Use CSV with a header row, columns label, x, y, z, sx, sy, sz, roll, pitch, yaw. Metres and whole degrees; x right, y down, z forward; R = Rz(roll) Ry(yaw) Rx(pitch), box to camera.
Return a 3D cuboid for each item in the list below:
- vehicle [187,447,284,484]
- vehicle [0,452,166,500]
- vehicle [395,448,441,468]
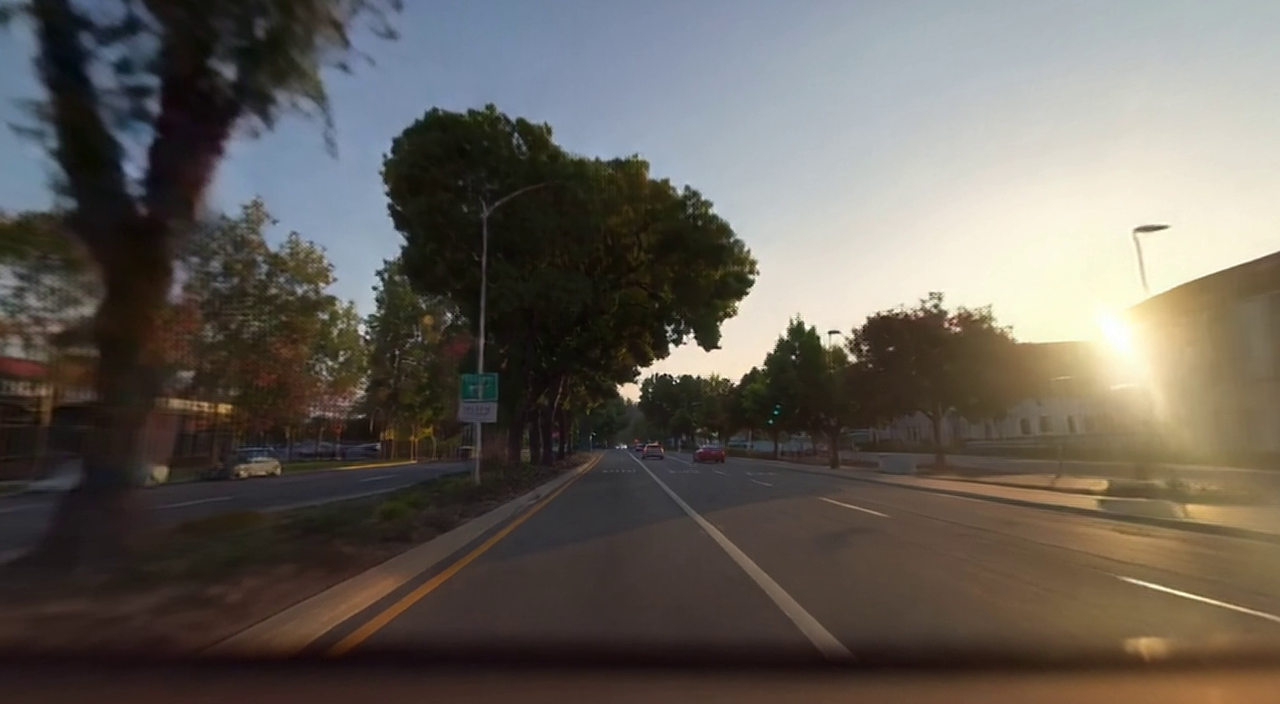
label,x,y,z,sx,sy,sz,roll,pitch,yaw
vehicle,-20.079,5.615,31.602,1.957,1.643,4.460,0,-8,-1
vehicle,-19.756,4.346,22.621,1.915,1.477,4.773,0,-9,-1
vehicle,-17.168,8.211,49.081,1.961,1.480,4.520,0,-9,0
